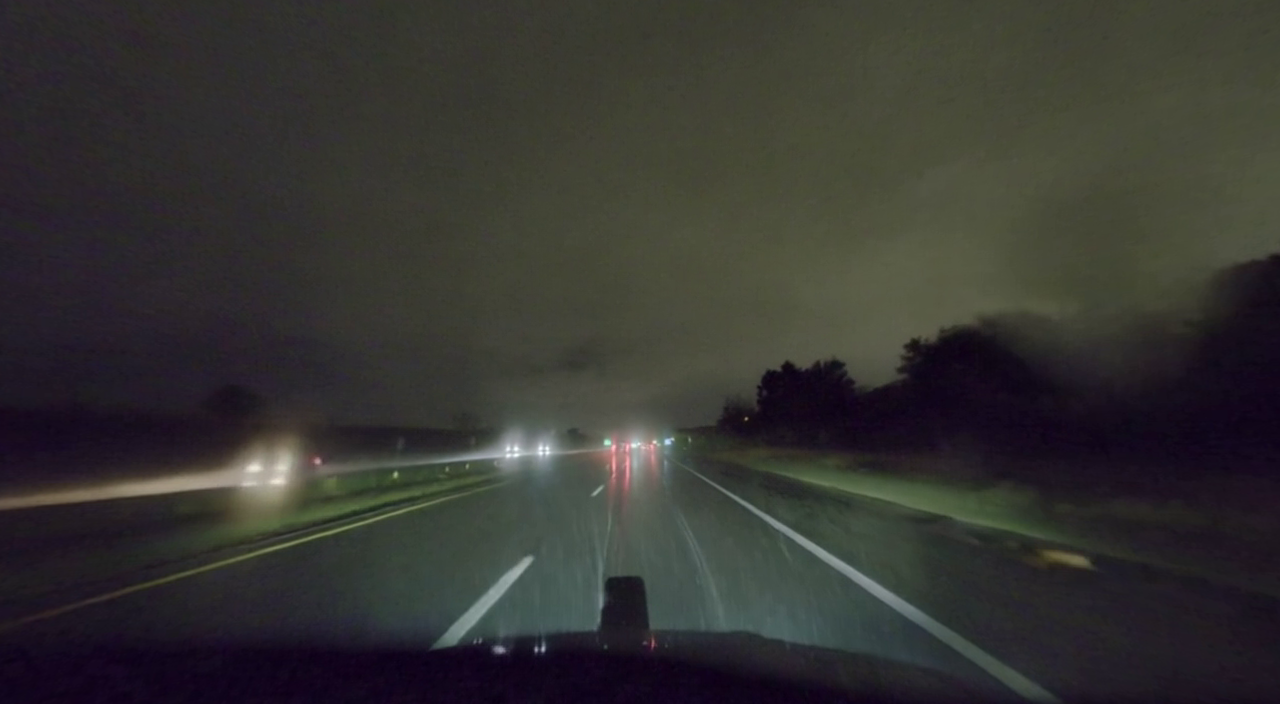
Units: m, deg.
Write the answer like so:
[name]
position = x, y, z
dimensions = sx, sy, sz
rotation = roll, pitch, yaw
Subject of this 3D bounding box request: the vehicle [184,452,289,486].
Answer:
[vehicle]
position = -19.183, 5.560, 30.261
dimensions = 1.945, 1.447, 4.528
rotation = 0, -8, 1
